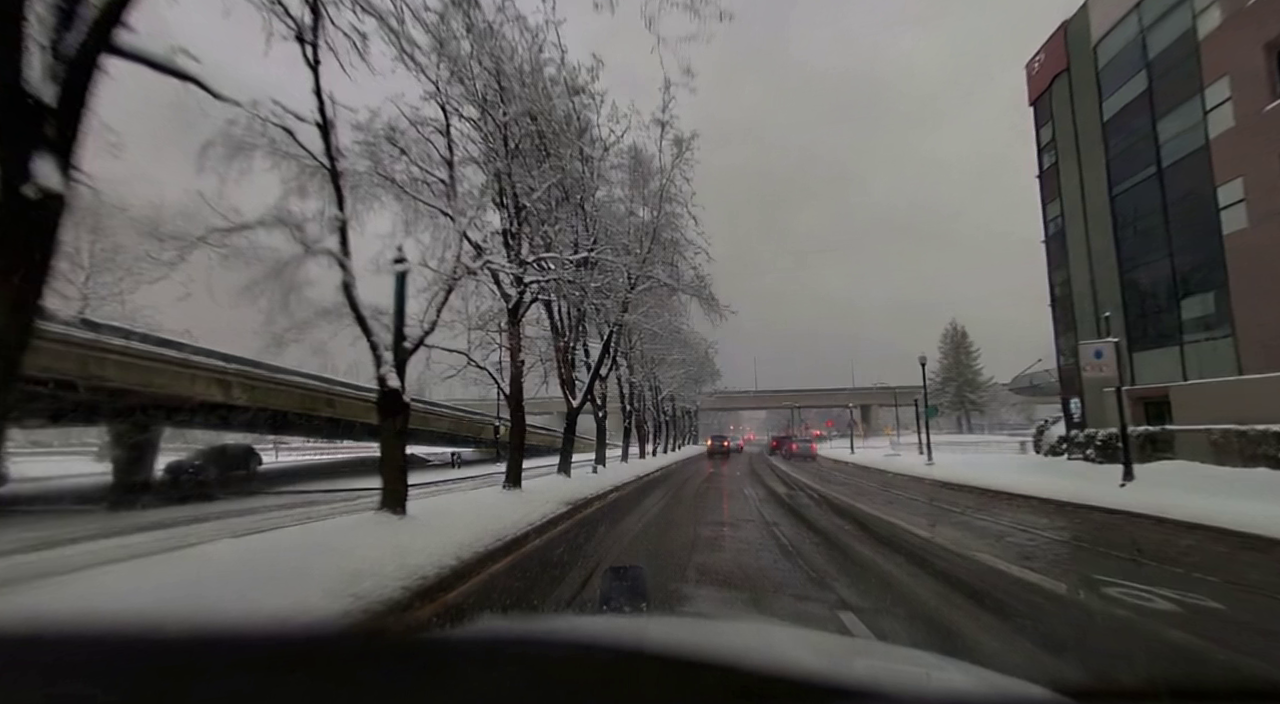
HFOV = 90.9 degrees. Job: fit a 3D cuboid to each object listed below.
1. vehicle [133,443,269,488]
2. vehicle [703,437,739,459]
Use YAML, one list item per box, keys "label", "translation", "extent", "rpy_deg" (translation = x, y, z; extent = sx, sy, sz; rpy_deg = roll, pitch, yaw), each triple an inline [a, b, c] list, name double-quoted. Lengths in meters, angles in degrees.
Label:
- label: "vehicle"
  translation: [-18.846, 4.864, 27.178]
  extent: [4.562, 1.464, 2.090]
  rpy_deg: [-5, -6, 5]
- label: "vehicle"
  translation: [5.919, 6.967, 45.835]
  extent: [2.280, 1.475, 4.051]
  rpy_deg: [-2, -9, 12]
